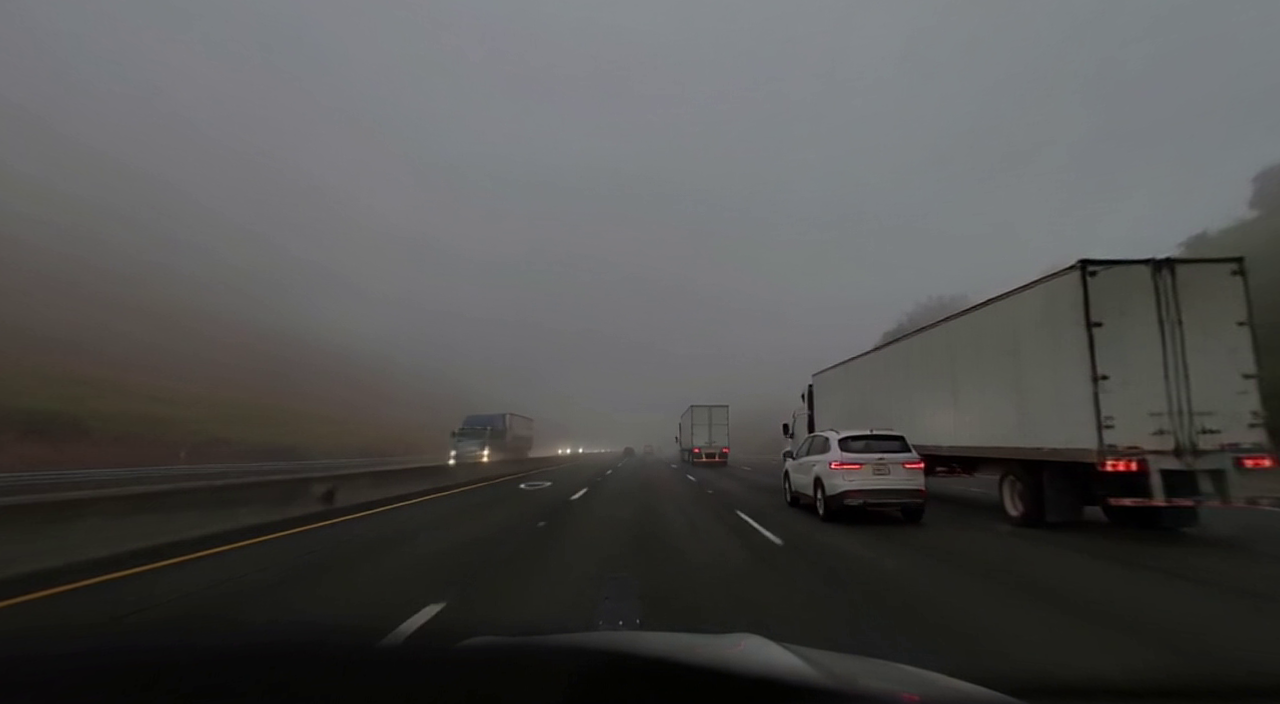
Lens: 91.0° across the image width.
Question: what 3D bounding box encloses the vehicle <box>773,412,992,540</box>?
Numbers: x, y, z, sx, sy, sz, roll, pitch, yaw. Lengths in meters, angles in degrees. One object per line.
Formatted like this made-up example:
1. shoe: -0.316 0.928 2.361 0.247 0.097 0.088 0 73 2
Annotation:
1. vehicle: 3.790 2.024 10.829 2.055 1.737 4.224 0 -9 0

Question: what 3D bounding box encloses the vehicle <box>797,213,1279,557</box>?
1. vehicle: 7.349 1.535 15.659 2.947 4.199 16.175 0 -9 1

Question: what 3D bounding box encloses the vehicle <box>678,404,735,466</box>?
1. vehicle: 4.670 6.216 46.444 3.049 3.968 10.706 0 -9 0

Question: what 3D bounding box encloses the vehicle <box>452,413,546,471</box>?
1. vehicle: -8.913 6.049 42.045 3.049 3.230 13.174 0 -9 1
